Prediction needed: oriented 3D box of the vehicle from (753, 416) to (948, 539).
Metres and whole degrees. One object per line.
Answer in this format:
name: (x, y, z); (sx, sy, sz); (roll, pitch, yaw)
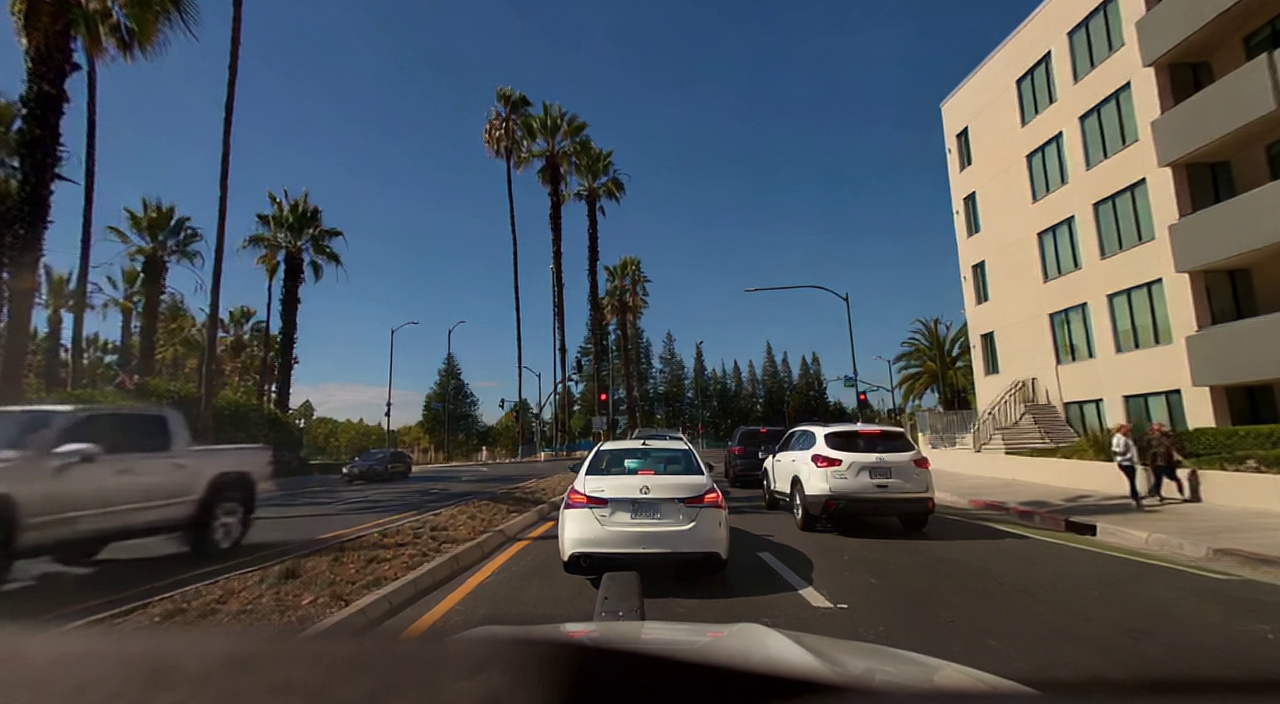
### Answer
vehicle: (3.394, 2.115, 11.241); (2.003, 1.733, 4.319); (0, -8, 1)

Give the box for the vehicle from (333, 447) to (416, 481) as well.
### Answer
vehicle: (-13.168, 5.559, 31.736); (1.965, 1.507, 4.725); (-1, -8, 2)

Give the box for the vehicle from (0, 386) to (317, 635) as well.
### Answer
vehicle: (-5.655, 1.415, 6.312); (2.068, 1.811, 4.910); (-1, -8, 3)

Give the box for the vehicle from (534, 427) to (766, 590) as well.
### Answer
vehicle: (0.136, 1.719, 7.774); (2.088, 1.452, 3.993); (0, -8, 1)
